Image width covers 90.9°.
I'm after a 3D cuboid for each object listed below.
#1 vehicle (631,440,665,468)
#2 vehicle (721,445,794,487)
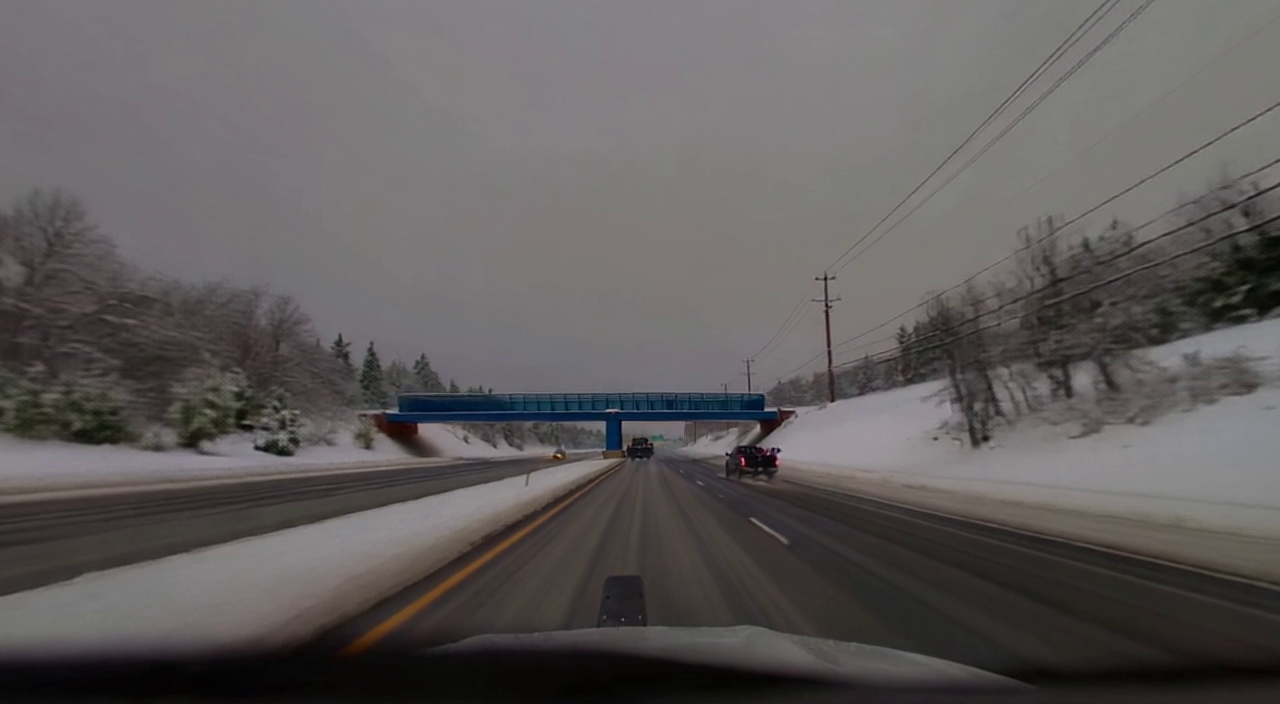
[{"bbox_3d":[0.619,7.459,46.191,2.369,1.948,5.343,0,-9,2],"label":"vehicle"},{"bbox_3d":[4.572,4.512,25.353,1.988,1.505,4.958,0,-9,0],"label":"vehicle"}]
